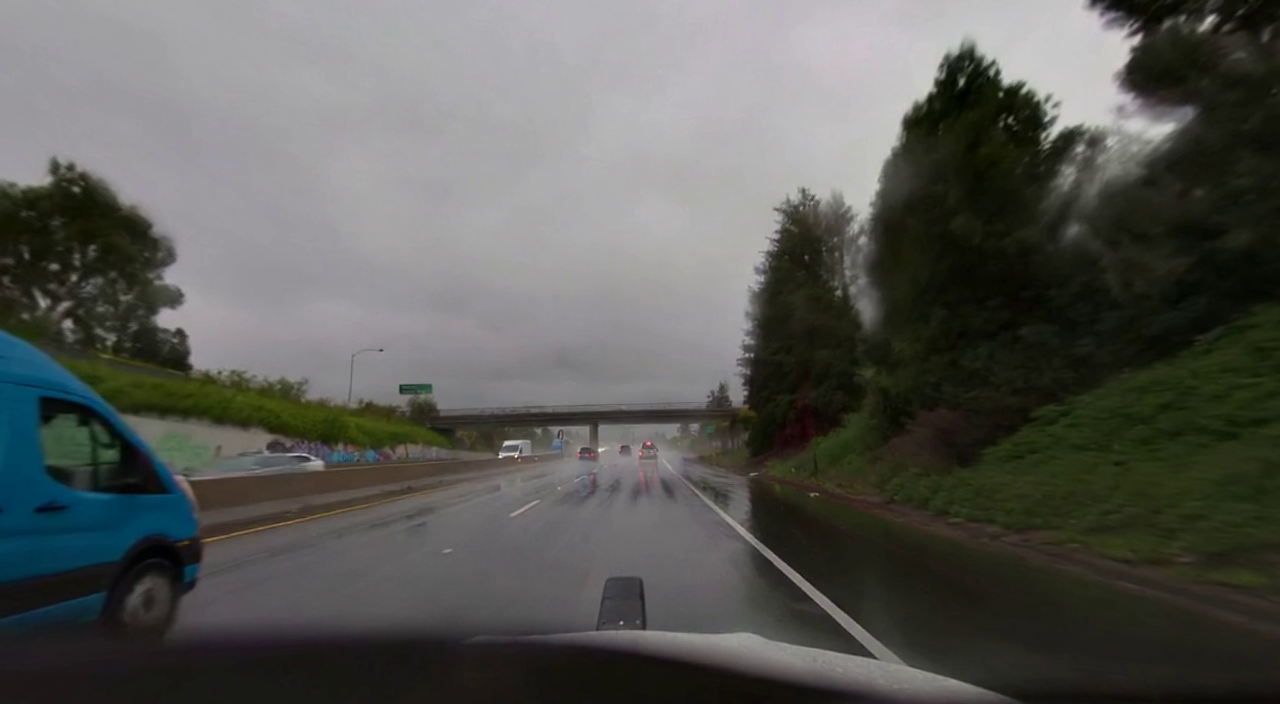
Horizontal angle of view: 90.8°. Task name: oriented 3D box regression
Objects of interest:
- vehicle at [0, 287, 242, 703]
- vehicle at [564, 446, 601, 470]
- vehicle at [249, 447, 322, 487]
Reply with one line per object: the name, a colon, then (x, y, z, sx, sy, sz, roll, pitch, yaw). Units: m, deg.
vehicle: (-4.014, 0.596, 1.869, 2.310, 2.030, 5.094, 0, -9, 0)
vehicle: (-3.694, 6.864, 40.972, 1.994, 1.471, 3.962, 0, -9, 0)
vehicle: (-17.587, 5.694, 31.468, 1.790, 1.872, 3.055, 0, -9, 1)
